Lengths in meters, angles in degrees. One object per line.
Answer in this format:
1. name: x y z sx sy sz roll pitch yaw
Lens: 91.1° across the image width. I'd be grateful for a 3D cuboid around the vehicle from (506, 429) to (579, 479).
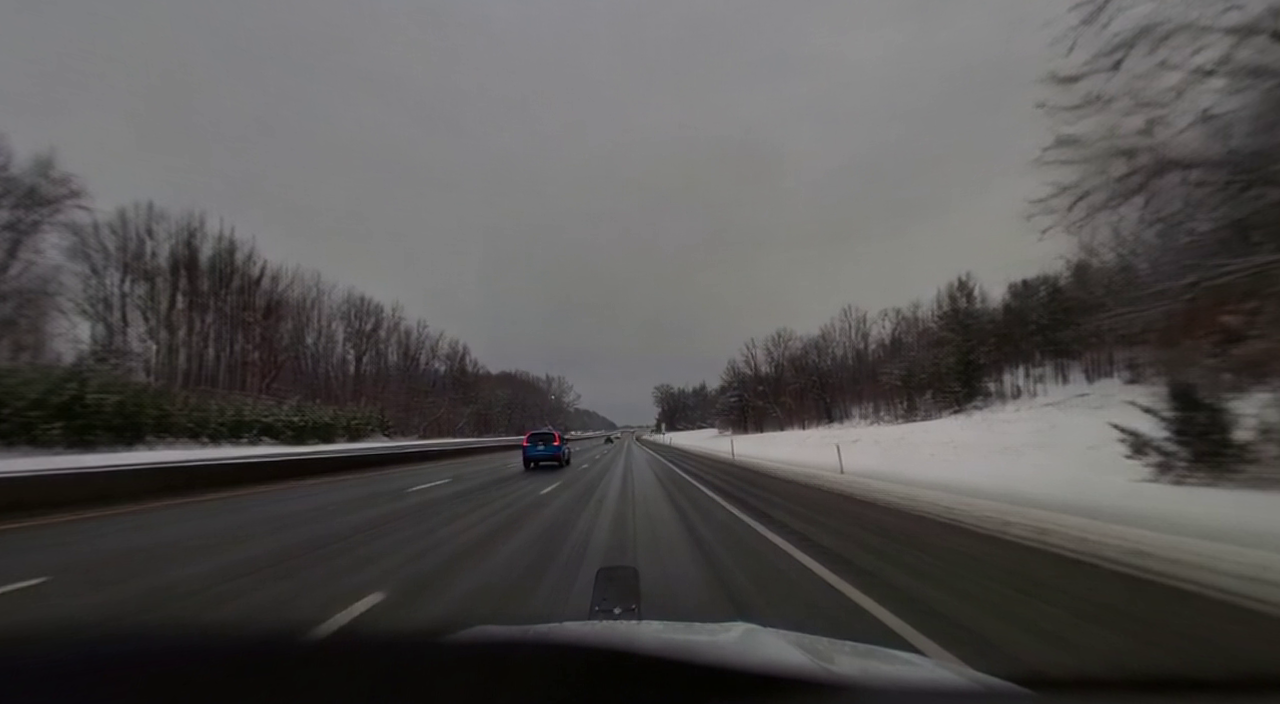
1. vehicle: -3.531 3.779 23.600 2.057 1.666 4.552 0 -8 -1
